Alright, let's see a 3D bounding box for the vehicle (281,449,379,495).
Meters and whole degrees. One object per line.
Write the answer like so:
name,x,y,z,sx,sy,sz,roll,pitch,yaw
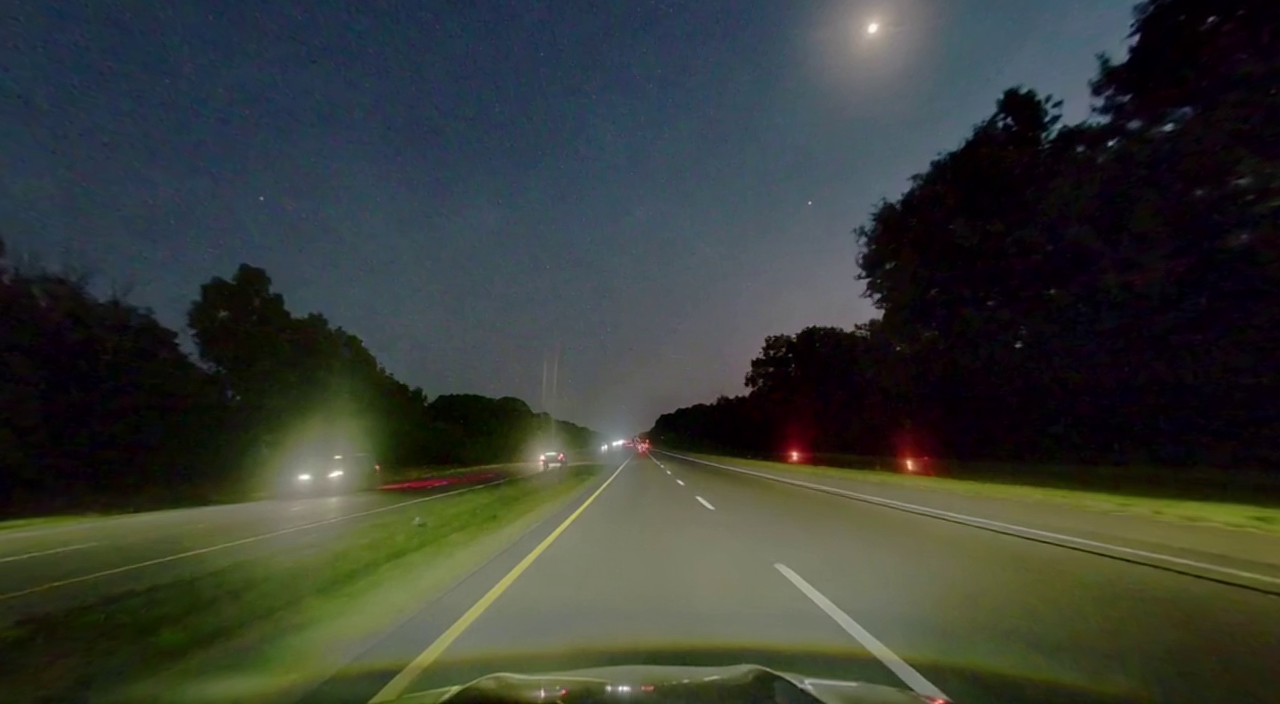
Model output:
vehicle,-14.463,5.585,29.814,2.114,1.981,4.822,0,-9,0
